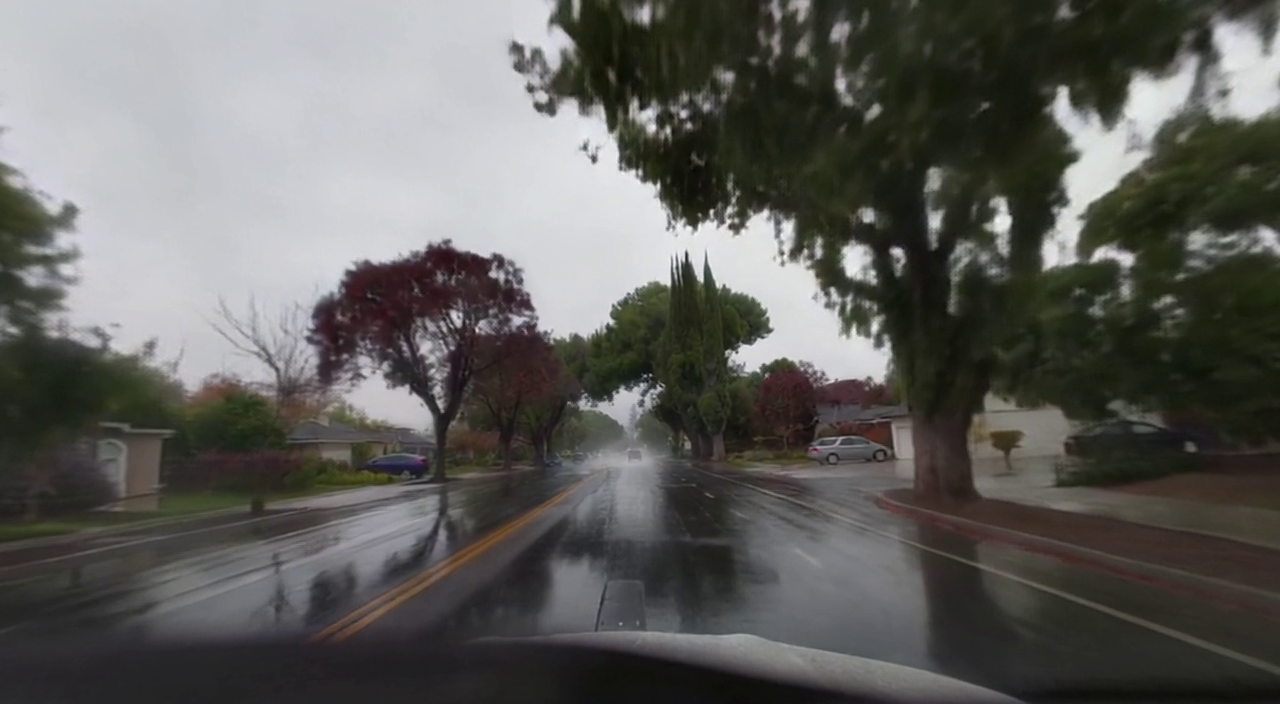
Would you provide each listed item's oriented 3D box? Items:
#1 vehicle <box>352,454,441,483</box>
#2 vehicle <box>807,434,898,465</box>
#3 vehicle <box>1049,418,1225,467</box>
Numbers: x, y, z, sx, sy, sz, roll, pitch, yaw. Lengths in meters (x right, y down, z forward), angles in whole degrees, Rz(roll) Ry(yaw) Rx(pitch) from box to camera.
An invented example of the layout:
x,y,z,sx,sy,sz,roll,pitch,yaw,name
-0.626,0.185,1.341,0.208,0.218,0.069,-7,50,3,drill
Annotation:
x,y,z,sx,sy,sz,roll,pitch,yaw,name
-15.657,7.467,40.725,4.859,1.780,2.031,-1,-9,2,vehicle
11.985,5.509,35.745,4.392,1.685,1.959,0,-9,-4,vehicle
16.880,3.148,21.686,1.867,1.390,4.234,2,-10,-34,vehicle
